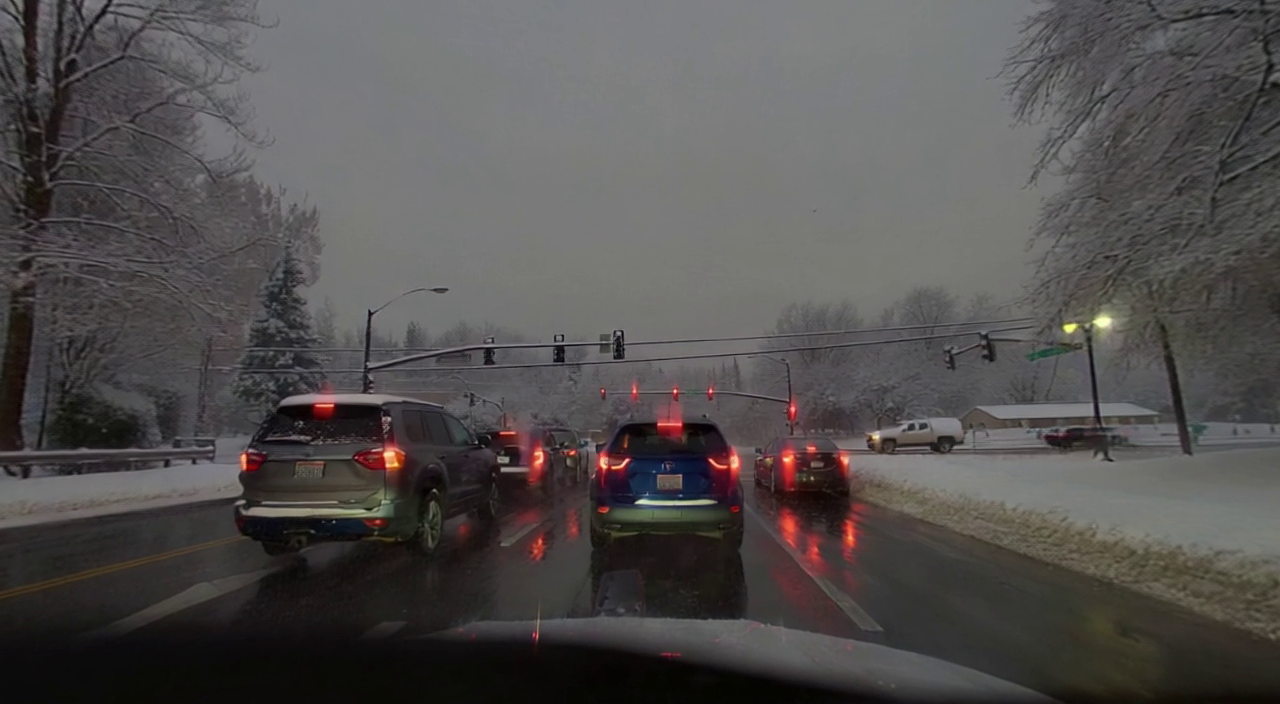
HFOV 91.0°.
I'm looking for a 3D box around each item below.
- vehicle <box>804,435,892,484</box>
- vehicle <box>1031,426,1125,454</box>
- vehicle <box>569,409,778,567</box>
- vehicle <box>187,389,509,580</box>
[{"bbox_3d":[7.442,3.860,22.963,2.067,1.599,4.251,-1,-8,5],"label":"vehicle"},{"bbox_3d":[28.024,5.662,40.464,4.629,1.687,1.824,-4,-9,24],"label":"vehicle"},{"bbox_3d":[0.374,1.741,8.769,2.189,1.649,4.171,0,-8,1],"label":"vehicle"},{"bbox_3d":[-3.259,1.591,8.288,2.085,1.812,4.388,0,-8,0],"label":"vehicle"}]
